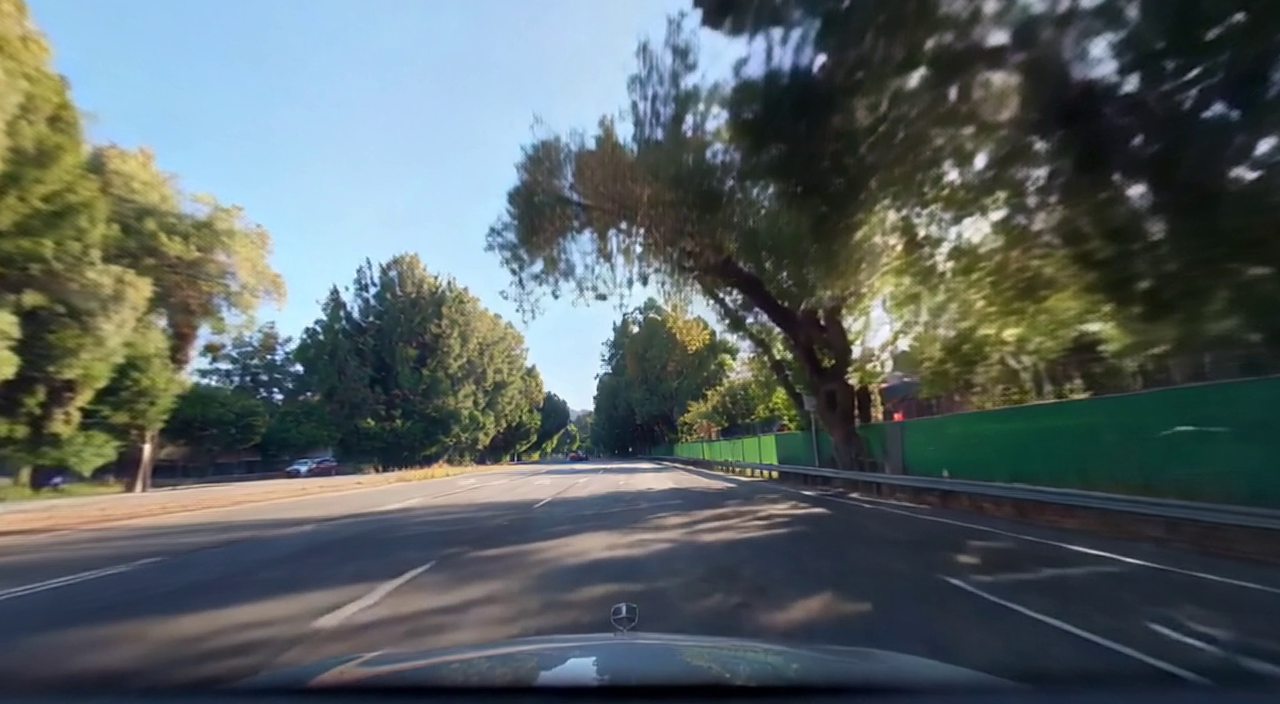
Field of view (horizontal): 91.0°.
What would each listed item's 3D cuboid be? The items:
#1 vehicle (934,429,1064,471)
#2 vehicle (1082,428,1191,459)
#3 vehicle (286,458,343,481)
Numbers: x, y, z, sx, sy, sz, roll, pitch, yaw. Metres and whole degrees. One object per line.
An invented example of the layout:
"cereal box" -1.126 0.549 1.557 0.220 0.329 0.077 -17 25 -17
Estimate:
"vehicle" 16.439 4.505 29.002 4.740 1.831 2.002 0 -9 0
"vehicle" 28.735 5.344 36.638 4.617 1.682 1.830 -5 -10 29
"vehicle" -24.384 8.798 47.340 1.914 1.500 4.462 -1 -9 0
